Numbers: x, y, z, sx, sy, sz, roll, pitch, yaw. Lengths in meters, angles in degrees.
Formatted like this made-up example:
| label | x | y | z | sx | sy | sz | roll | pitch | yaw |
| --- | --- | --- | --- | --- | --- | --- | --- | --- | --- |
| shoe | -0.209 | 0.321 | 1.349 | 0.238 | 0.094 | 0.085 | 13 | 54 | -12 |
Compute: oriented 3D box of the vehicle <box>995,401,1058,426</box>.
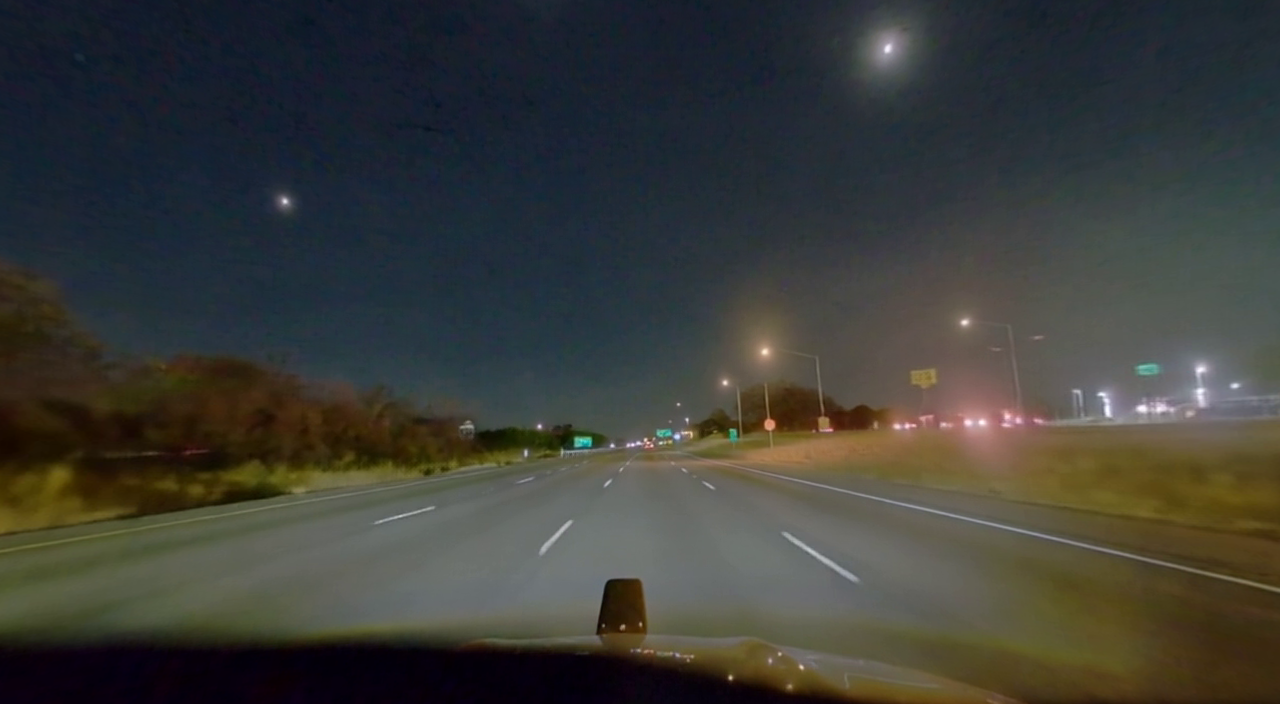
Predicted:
| label | x | y | z | sx | sy | sz | roll | pitch | yaw |
| --- | --- | --- | --- | --- | --- | --- | --- | --- | --- |
| vehicle | 29.695 | 4.763 | 48.399 | 4.910 | 1.740 | 2.006 | 5 | -10 | -32 |
